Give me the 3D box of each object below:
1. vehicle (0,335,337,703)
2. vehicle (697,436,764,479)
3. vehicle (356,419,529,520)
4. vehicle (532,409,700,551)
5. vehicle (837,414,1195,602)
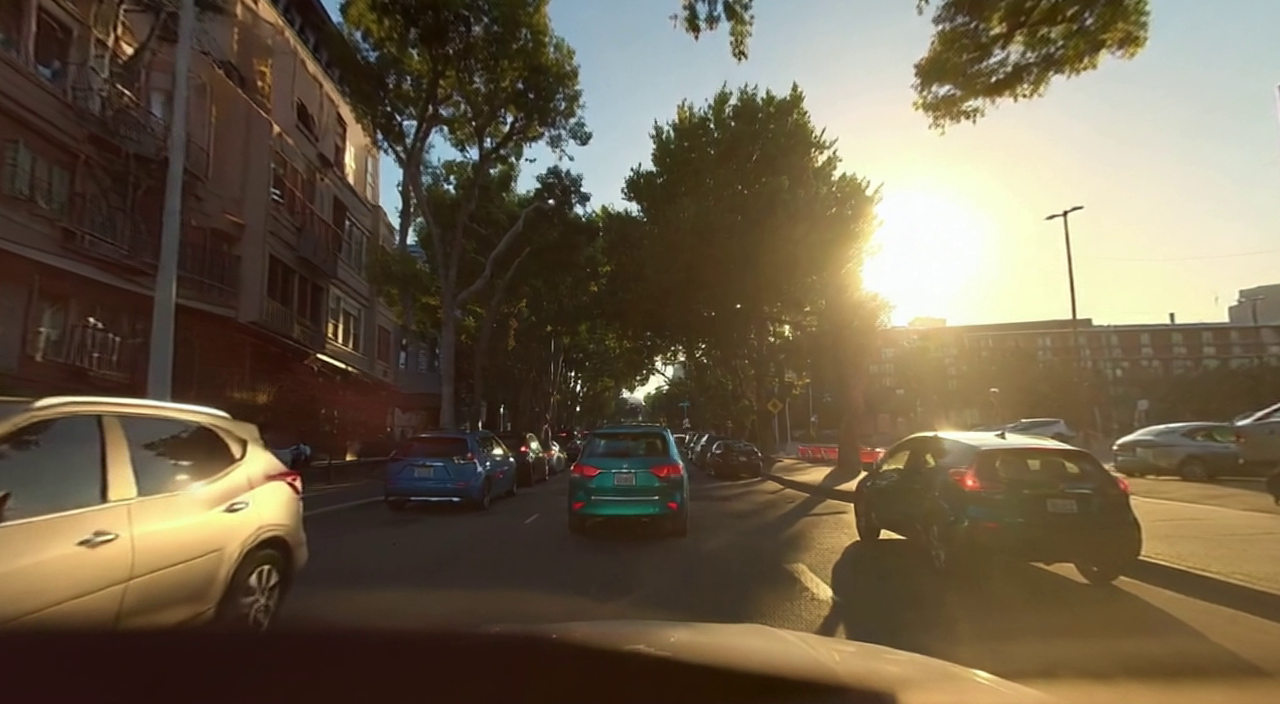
[{"bbox_3d":[-3.445,0.844,2.682,2.047,1.710,4.314,0,-8,1],"label":"vehicle"},{"bbox_3d":[3.340,3.971,23.938,1.948,1.475,4.093,0,-8,0],"label":"vehicle"},{"bbox_3d":[-3.733,2.311,12.837,2.012,1.701,4.316,0,-8,1],"label":"vehicle"},{"bbox_3d":[-0.237,1.847,9.684,2.022,1.700,4.084,0,-8,1],"label":"vehicle"},{"bbox_3d":[3.781,1.598,7.292,1.847,1.554,3.885,0,-8,3],"label":"vehicle"}]
